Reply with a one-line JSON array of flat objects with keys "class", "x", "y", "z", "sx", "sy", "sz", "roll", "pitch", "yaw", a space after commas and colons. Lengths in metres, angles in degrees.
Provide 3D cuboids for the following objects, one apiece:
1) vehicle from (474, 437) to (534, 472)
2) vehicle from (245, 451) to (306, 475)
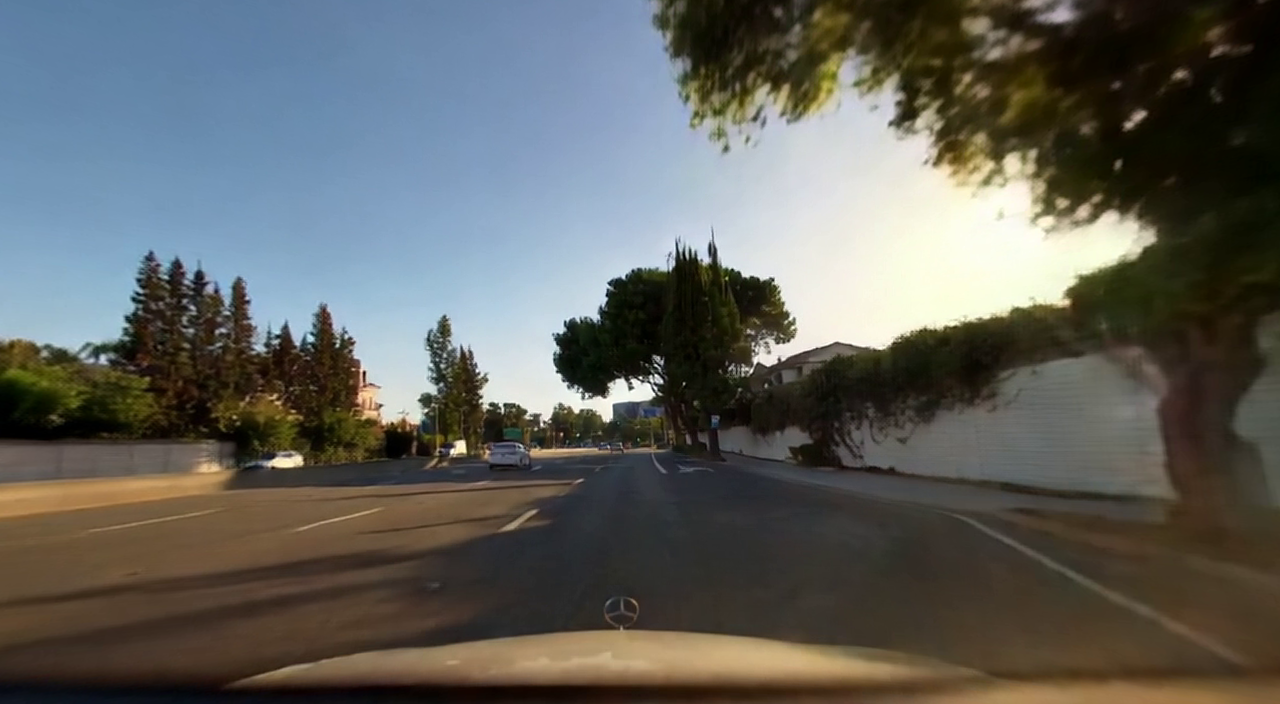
[{"class": "vehicle", "x": -7.294, "y": 5.545, "z": 34.377, "sx": 2.115, "sy": 1.711, "sz": 4.722, "roll": -1, "pitch": -9, "yaw": 1}, {"class": "vehicle", "x": -27.715, "y": 8.441, "z": 48.212, "sx": 1.958, "sy": 1.712, "sz": 4.643, "roll": 0, "pitch": -9, "yaw": -2}]
